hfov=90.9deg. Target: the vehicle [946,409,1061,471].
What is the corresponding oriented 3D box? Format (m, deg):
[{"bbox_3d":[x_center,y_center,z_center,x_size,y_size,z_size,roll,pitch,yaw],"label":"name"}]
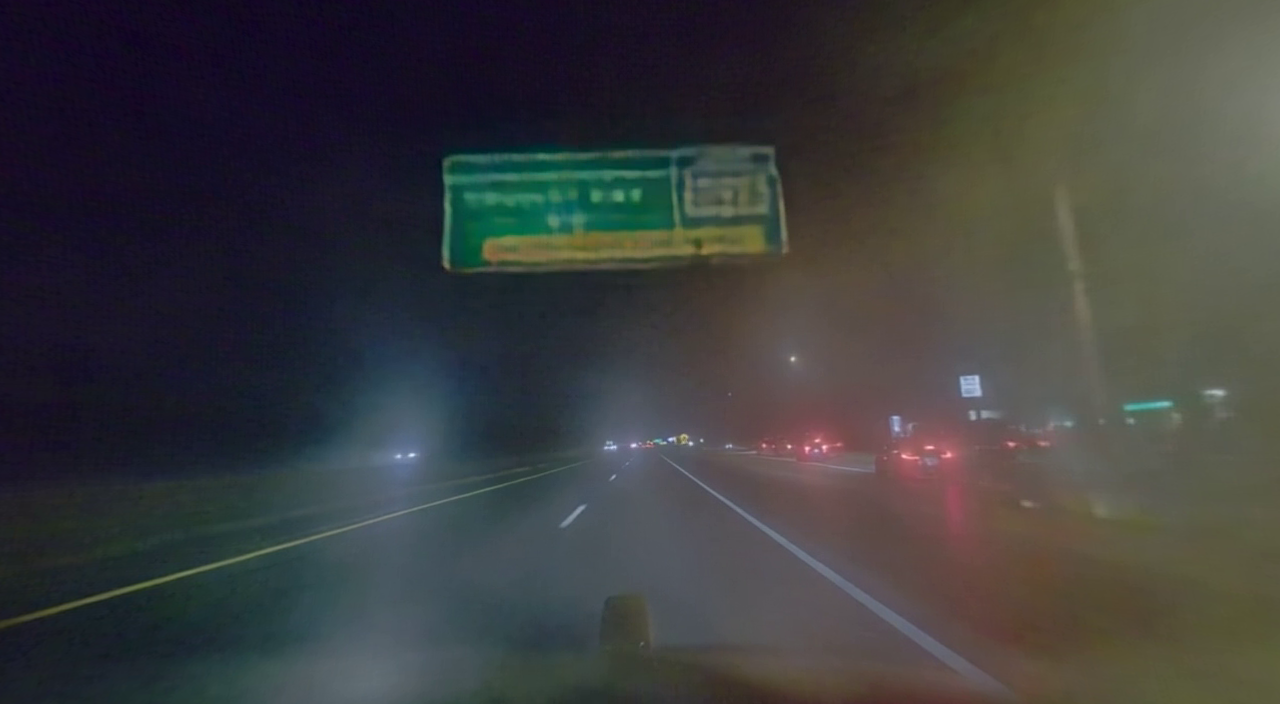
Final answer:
[{"bbox_3d":[27.815,6.857,49.061,3.160,4.297,9.428,0,-8,0],"label":"vehicle"}]
